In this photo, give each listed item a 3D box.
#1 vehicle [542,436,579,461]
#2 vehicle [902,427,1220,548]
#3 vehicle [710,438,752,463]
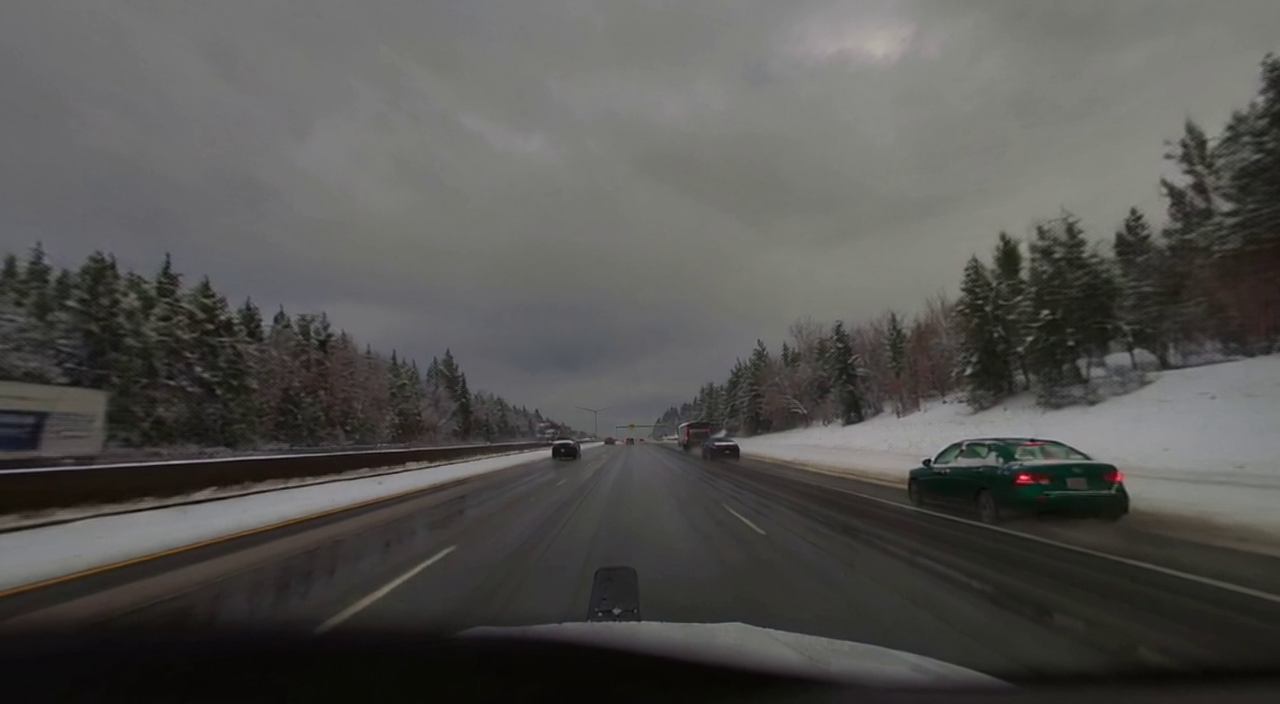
[{"bbox_3d":[-5.175,6.276,41.258,1.966,1.570,3.859,0,-8,-1],"label":"vehicle"},{"bbox_3d":[6.143,1.970,9.998,2.028,1.488,4.236,0,-8,-2],"label":"vehicle"},{"bbox_3d":[5.526,5.996,38.751,1.920,1.436,3.890,0,-8,-2],"label":"vehicle"}]
